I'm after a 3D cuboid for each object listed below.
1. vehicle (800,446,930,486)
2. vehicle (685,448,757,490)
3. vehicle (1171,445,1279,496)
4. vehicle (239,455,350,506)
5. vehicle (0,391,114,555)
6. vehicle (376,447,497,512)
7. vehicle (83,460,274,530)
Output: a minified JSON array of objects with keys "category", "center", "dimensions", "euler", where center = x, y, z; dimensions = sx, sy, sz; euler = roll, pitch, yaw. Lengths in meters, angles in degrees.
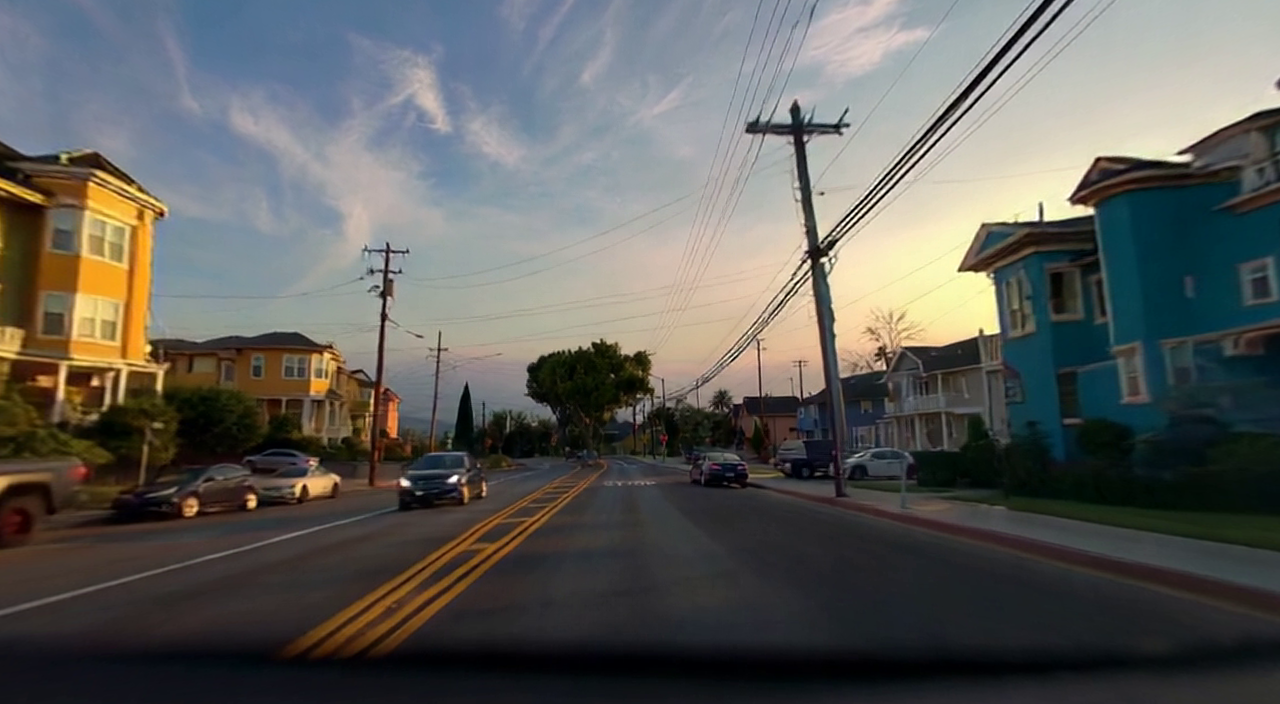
[{"category":"vehicle","center":[9.011,4.508,25.323],"dimensions":[4.658,1.465,2.025],"euler":[-4,-9,24]},{"category":"vehicle","center":[3.049,4.502,24.750],"dimensions":[1.917,1.434,4.733],"euler":[0,-8,-4]},{"category":"vehicle","center":[24.053,4.543,24.461],"dimensions":[1.962,1.764,5.005],"euler":[2,-7,-16]},{"category":"vehicle","center":[-11.863,4.402,22.007],"dimensions":[1.936,1.516,3.647],"euler":[0,-8,-4]},{"category":"vehicle","center":[-11.105,1.788,8.823],"dimensions":[2.687,2.491,5.936],"euler":[-2,-8,-4]},{"category":"vehicle","center":[-5.442,3.441,17.593],"dimensions":[2.205,1.480,4.366],"euler":[-1,-8,-4]},{"category":"vehicle","center":[-11.548,3.555,16.311],"dimensions":[1.742,1.415,4.566],"euler":[0,-8,-4]}]
